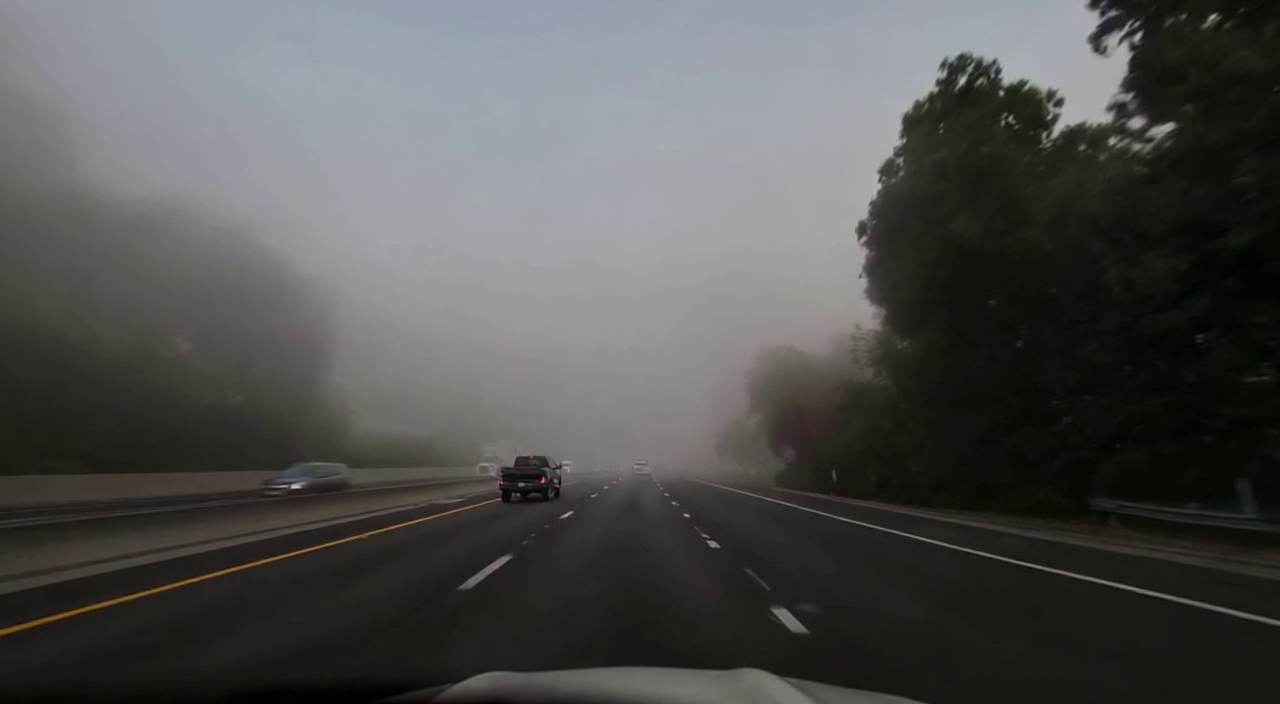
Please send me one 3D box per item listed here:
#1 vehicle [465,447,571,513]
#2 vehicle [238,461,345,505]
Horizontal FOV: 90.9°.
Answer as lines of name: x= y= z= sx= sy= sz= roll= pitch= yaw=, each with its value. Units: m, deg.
vehicle: x=-3.687 y=4.038 z=20.114 sx=2.233 sy=1.791 sz=4.981 roll=1 pitch=-10 yaw=1
vehicle: x=-13.105 y=4.942 z=23.983 sx=1.835 sy=1.464 sz=3.801 roll=1 pitch=-11 yaw=1
